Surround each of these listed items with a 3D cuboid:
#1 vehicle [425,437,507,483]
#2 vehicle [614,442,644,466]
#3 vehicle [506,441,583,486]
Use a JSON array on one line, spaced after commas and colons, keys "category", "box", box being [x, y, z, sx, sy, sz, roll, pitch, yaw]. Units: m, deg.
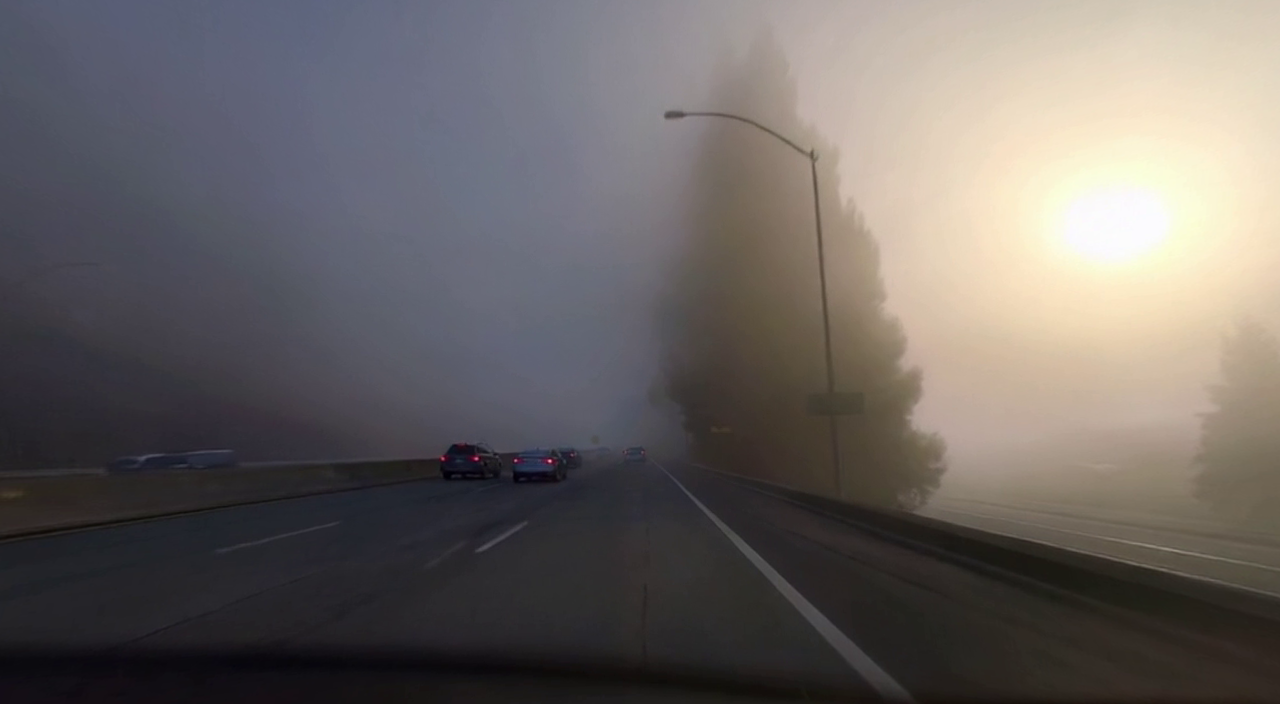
[{"category": "vehicle", "box": [-7.409, 4.647, 27.412, 2.091, 1.795, 4.617, -1, -9, 2]}, {"category": "vehicle", "box": [-0.821, 7.799, 48.539, 2.179, 1.742, 4.396, 0, -9, 0]}, {"category": "vehicle", "box": [-3.632, 4.374, 25.037, 2.102, 1.562, 4.884, -1, -9, 2]}]
